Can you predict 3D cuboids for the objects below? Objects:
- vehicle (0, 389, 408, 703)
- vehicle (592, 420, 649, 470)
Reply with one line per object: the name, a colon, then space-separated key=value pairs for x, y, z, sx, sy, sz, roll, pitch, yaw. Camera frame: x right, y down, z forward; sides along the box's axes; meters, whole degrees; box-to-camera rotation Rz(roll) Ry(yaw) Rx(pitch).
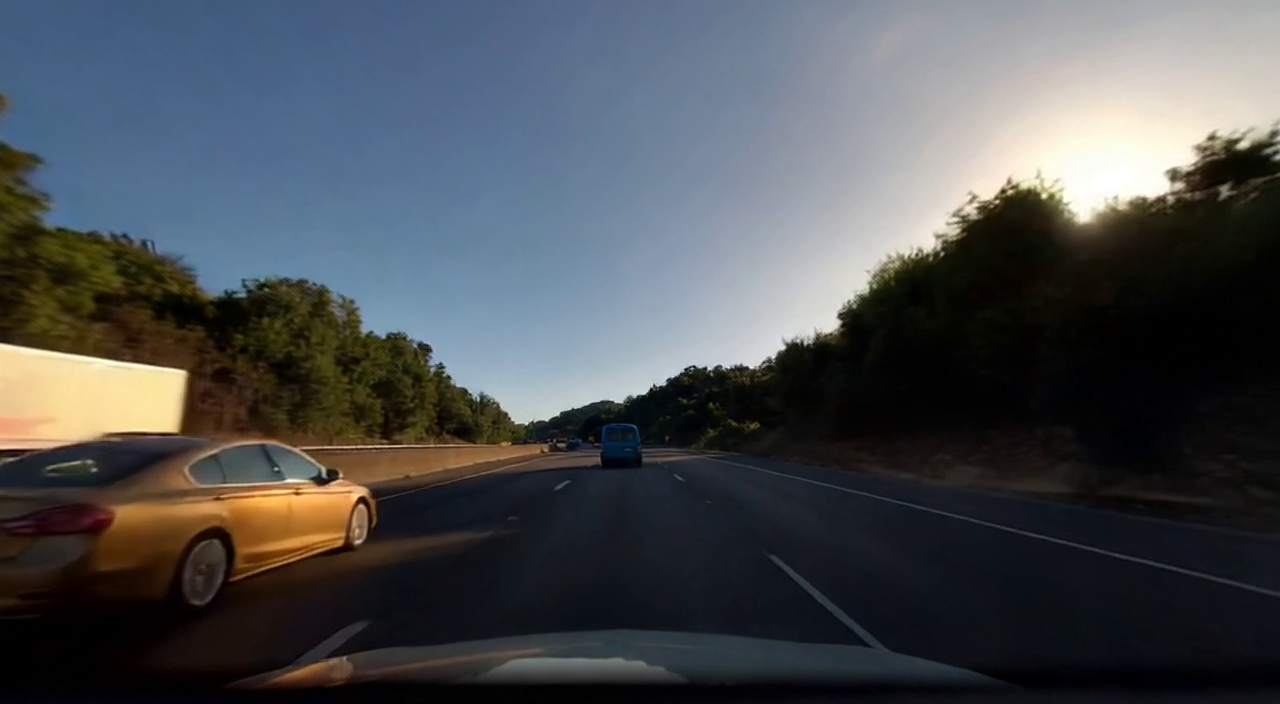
vehicle: x=-3.743 y=1.168 z=4.748 sx=2.096 sy=1.537 sz=4.700 roll=0 pitch=-7 yaw=1
vehicle: x=-0.816 y=4.090 z=27.867 sx=2.297 sy=2.011 sz=4.736 roll=0 pitch=-8 yaw=0
